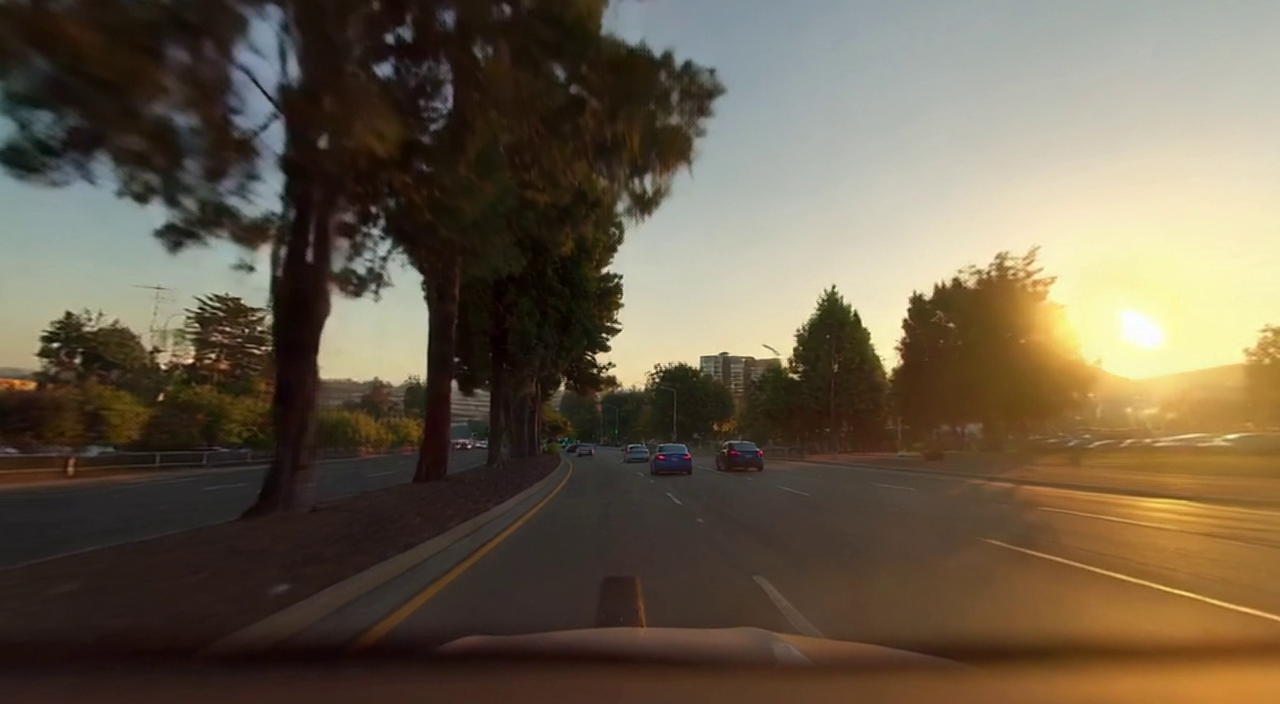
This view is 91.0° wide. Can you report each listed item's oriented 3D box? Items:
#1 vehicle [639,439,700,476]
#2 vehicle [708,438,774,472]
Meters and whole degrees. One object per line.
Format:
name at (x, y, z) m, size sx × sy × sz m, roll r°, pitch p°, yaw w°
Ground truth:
vehicle at (1.181, 4.568, 27.439) m, size 2.077 × 1.464 × 4.134 m, roll 1°, pitch -8°, yaw -6°
vehicle at (4.608, 4.769, 29.406) m, size 1.901 × 1.474 × 4.363 m, roll 1°, pitch -8°, yaw -6°
